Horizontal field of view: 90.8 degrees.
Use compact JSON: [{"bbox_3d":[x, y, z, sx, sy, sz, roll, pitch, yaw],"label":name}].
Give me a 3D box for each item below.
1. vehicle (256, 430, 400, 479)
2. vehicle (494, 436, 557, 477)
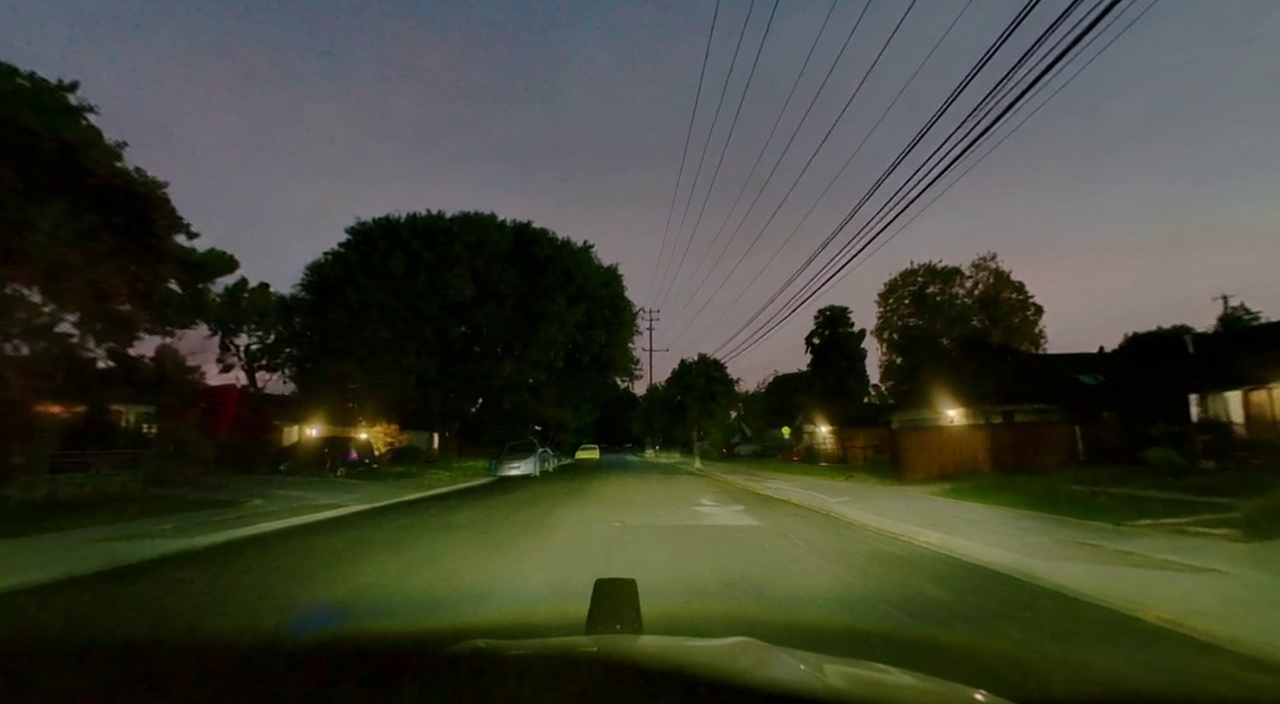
[{"bbox_3d":[-13.293,4.405,27.203,5.033,1.997,2.126,0,-9,-1],"label":"vehicle"},{"bbox_3d":[-6.582,6.154,37.182,2.739,2.164,6.065,-1,-9,-2],"label":"vehicle"}]
